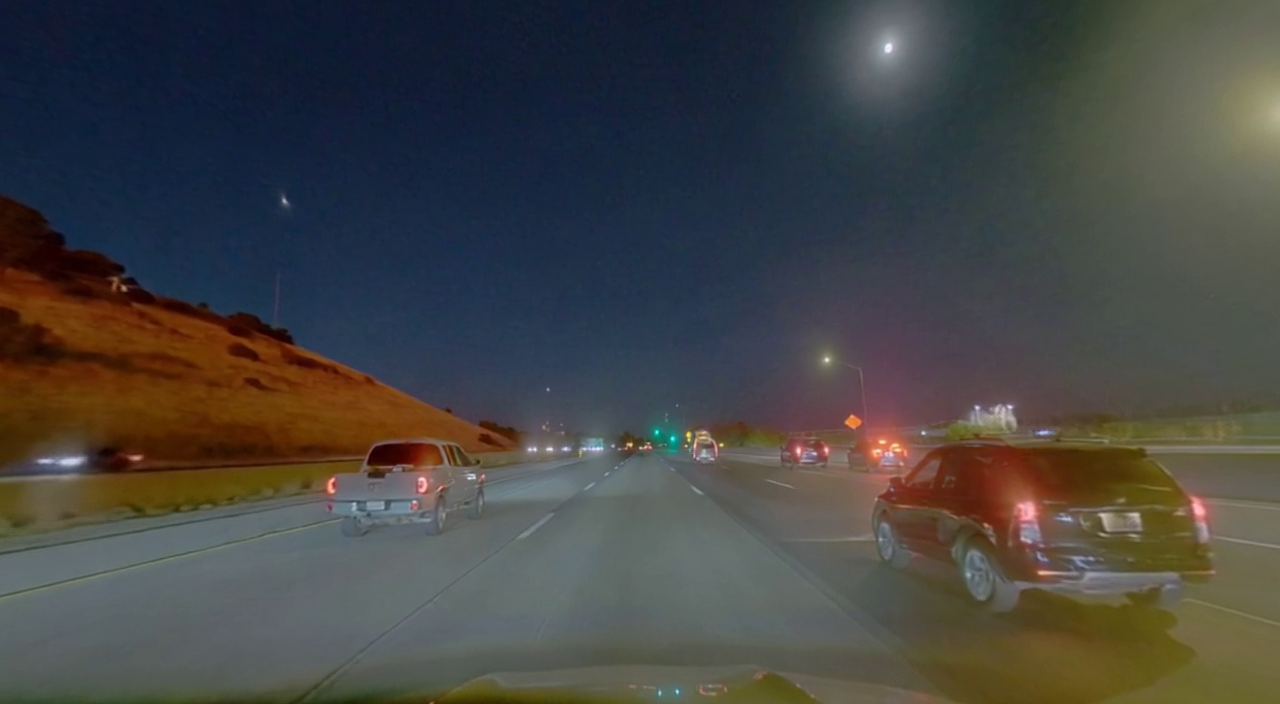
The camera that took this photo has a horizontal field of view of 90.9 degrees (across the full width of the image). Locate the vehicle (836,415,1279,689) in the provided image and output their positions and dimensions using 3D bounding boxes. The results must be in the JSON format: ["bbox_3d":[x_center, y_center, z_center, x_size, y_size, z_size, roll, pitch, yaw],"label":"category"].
[{"bbox_3d":[3.418,1.411,5.665,1.941,1.481,4.300,0,-8,0],"label":"vehicle"}]

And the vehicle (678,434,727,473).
[{"bbox_3d":[3.313,5.519,34.532,2.121,1.925,5.056,0,-8,0],"label":"vehicle"}]

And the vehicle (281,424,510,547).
[{"bbox_3d":[-3.848,2.180,10.981,2.166,1.672,4.388,-1,-8,1],"label":"vehicle"}]

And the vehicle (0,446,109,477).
[{"bbox_3d":[-31.661,5.868,34.104,1.782,1.492,4.648,-1,-8,1],"label":"vehicle"}]

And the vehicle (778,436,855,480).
[{"bbox_3d":[7.426,4.489,27.048,1.998,1.717,4.338,0,-8,-1],"label":"vehicle"}]
